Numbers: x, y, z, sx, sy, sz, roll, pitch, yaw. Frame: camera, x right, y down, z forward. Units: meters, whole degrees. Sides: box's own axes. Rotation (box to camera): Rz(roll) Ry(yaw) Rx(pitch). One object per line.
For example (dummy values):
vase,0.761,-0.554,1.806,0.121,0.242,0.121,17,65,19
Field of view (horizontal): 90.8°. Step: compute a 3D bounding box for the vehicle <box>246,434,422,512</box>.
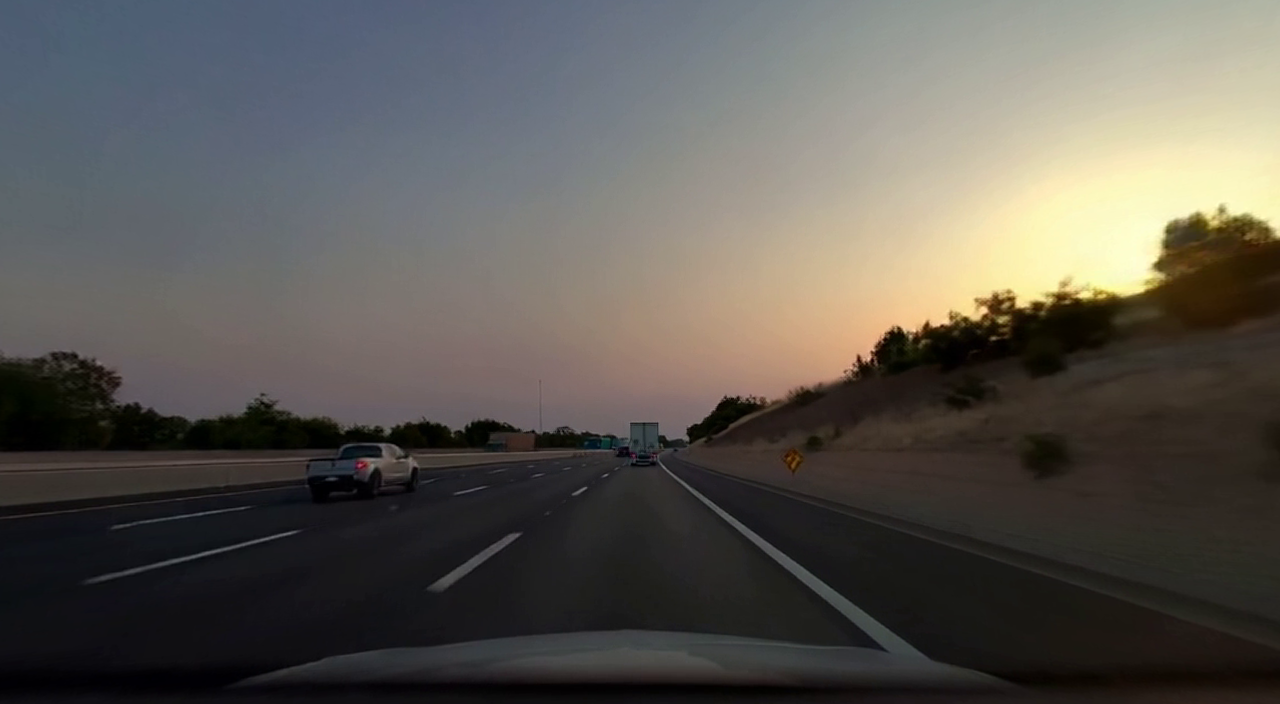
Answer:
vehicle,-7.576,3.039,16.306,2.067,1.676,4.789,0,-9,1
